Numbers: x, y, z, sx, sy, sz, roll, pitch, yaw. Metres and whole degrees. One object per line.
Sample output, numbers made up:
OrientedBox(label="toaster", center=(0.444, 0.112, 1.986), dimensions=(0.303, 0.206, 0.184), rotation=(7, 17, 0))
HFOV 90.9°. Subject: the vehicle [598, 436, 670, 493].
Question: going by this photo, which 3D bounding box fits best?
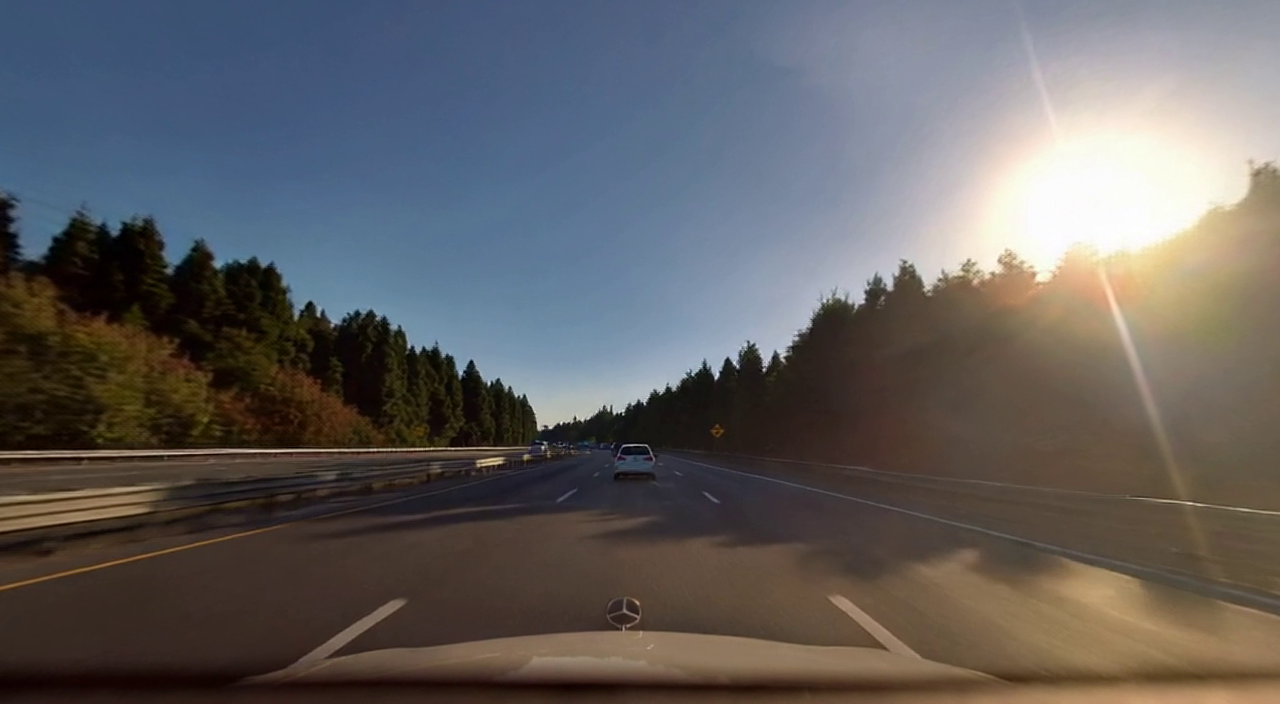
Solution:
OrientedBox(label="vehicle", center=(-0.187, 3.415, 19.416), dimensions=(2.011, 1.590, 3.607), rotation=(0, -9, -1))
